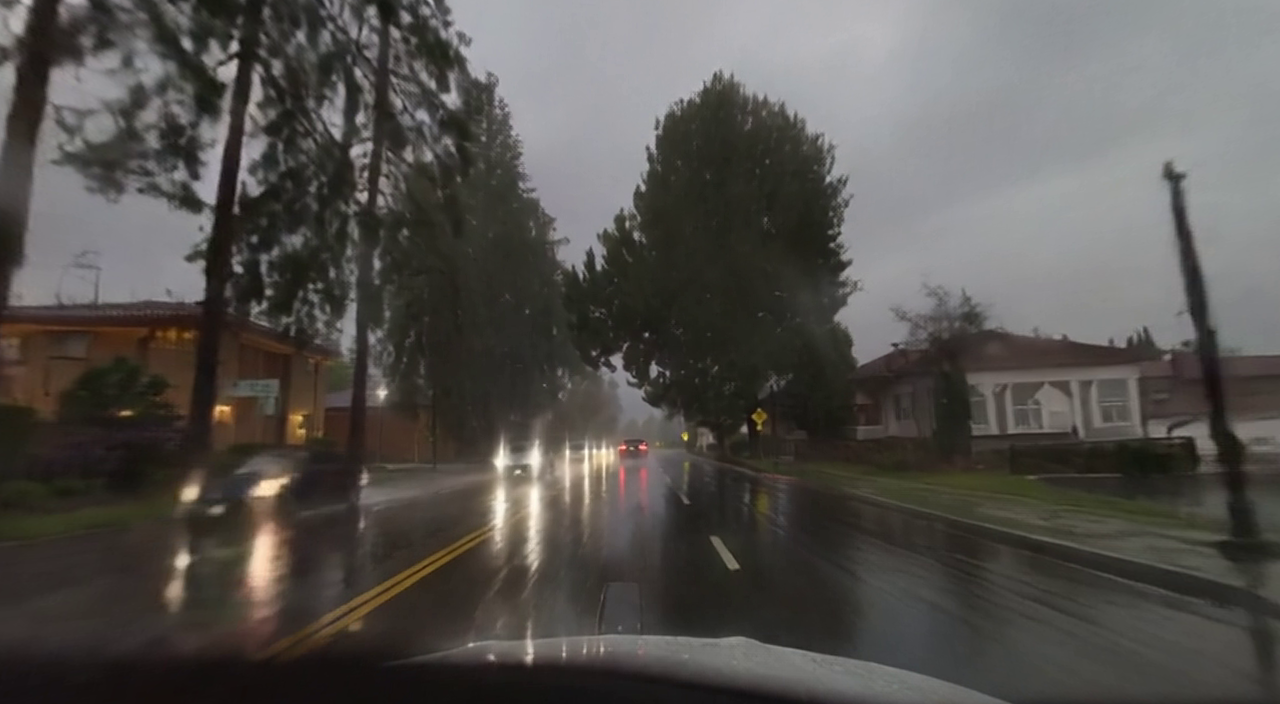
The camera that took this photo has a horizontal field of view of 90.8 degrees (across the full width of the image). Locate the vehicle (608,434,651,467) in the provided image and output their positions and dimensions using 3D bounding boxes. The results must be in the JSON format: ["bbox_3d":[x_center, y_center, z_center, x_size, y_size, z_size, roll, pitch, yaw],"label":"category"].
[{"bbox_3d":[-0.615,6.299,40.432,2.554,1.902,5.329,0,-9,1],"label":"vehicle"}]

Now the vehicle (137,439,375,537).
[{"bbox_3d":[-7.964,2.831,13.892,2.211,1.608,4.942,-3,-9,-1],"label":"vehicle"}]

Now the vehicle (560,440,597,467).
[{"bbox_3d":[-4.086,6.797,42.354,1.977,1.729,4.625,0,-9,0],"label":"vehicle"}]

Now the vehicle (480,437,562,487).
[{"bbox_3d":[-4.187,3.939,22.903,2.115,1.638,4.098,0,-9,1],"label":"vehicle"}]
